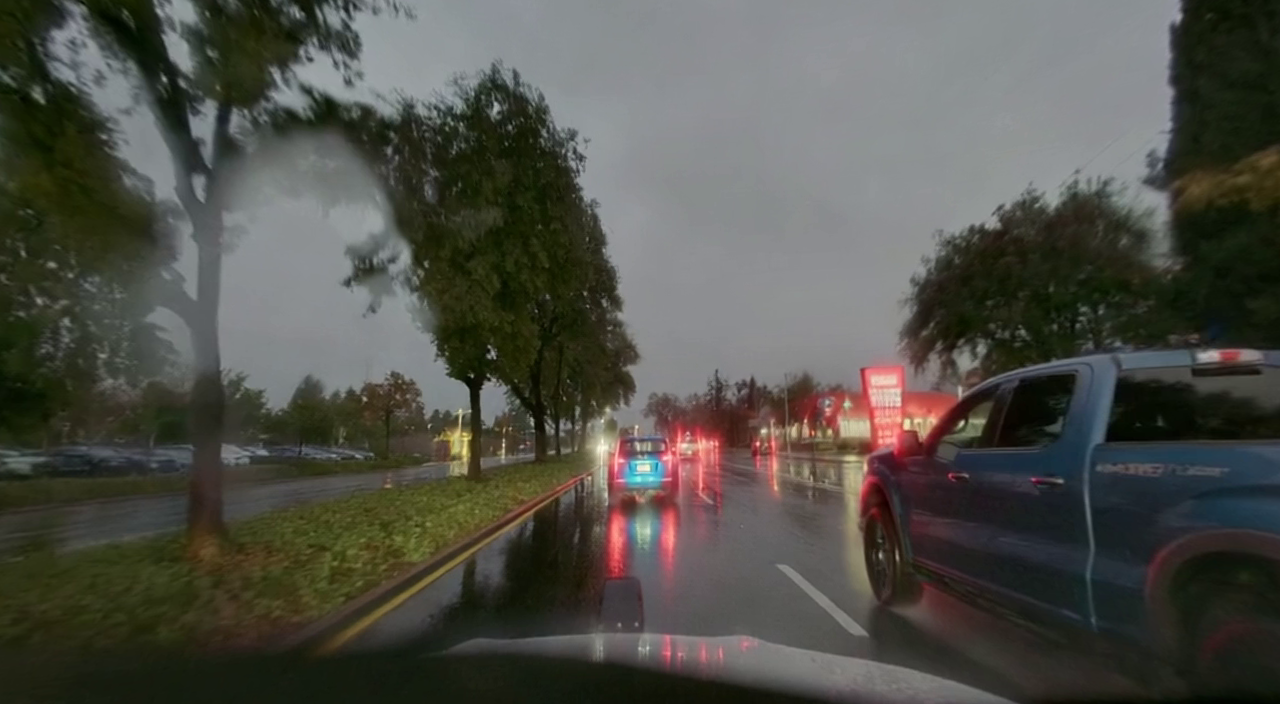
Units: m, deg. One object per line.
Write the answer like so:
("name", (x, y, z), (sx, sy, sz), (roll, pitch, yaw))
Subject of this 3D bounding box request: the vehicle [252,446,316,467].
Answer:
("vehicle", (-28.260, 8.320, 49.991), (3.894, 1.527, 1.872), (-1, -10, -1))

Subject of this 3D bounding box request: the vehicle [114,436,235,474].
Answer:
("vehicle", (-32.363, 7.210, 44.264), (2.664, 2.215, 7.903), (-4, -9, -1))

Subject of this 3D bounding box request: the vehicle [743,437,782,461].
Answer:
("vehicle", (8.730, 6.943, 45.120), (2.091, 1.612, 4.121), (0, -8, 2))

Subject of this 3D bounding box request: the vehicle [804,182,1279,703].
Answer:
("vehicle", (3.299, 0.857, 4.068), (2.731, 2.101, 6.047), (0, -8, -1))

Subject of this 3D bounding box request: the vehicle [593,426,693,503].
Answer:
("vehicle", (0.044, 2.740, 15.699), (2.145, 1.650, 4.021), (0, -8, -1))

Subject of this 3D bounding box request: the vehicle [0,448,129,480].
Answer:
("vehicle", (-27.869, 5.401, 30.441), (4.578, 1.446, 1.899), (0, -9, -1))
